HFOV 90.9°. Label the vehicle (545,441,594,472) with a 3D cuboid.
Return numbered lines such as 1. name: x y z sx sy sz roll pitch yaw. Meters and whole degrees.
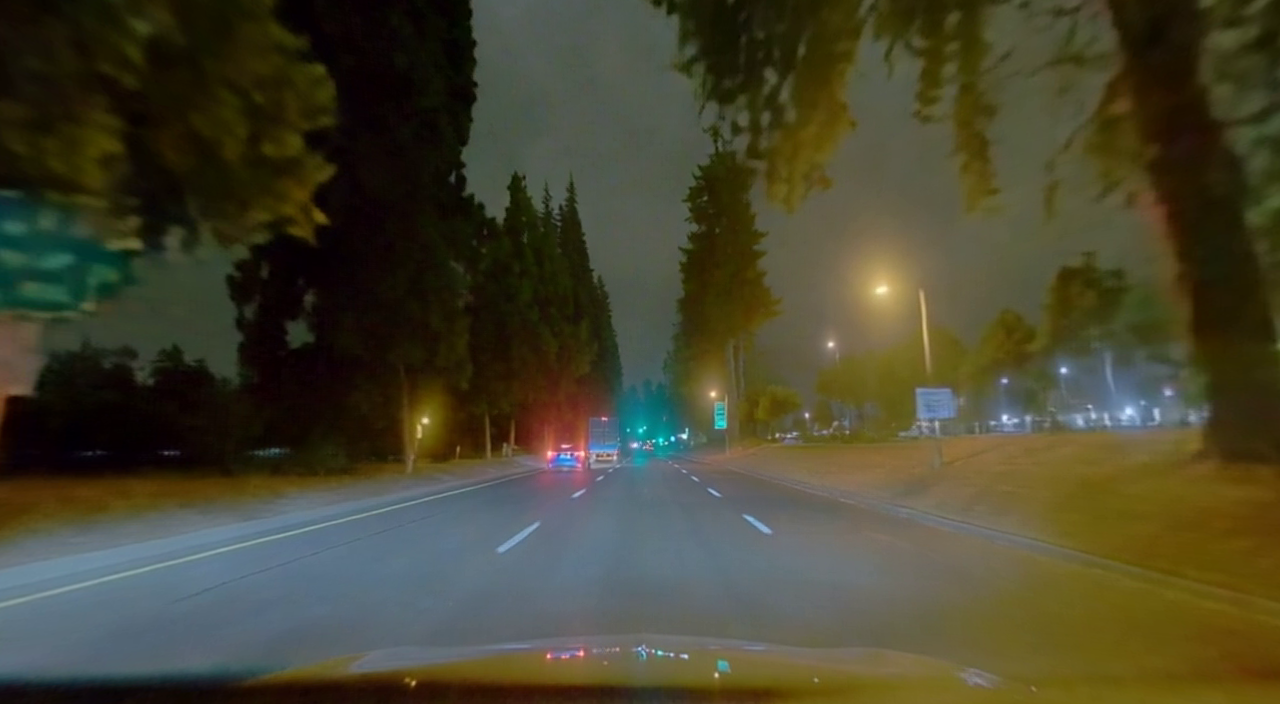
1. vehicle: -3.568 5.349 32.587 2.005 1.462 4.345 0 -8 1
